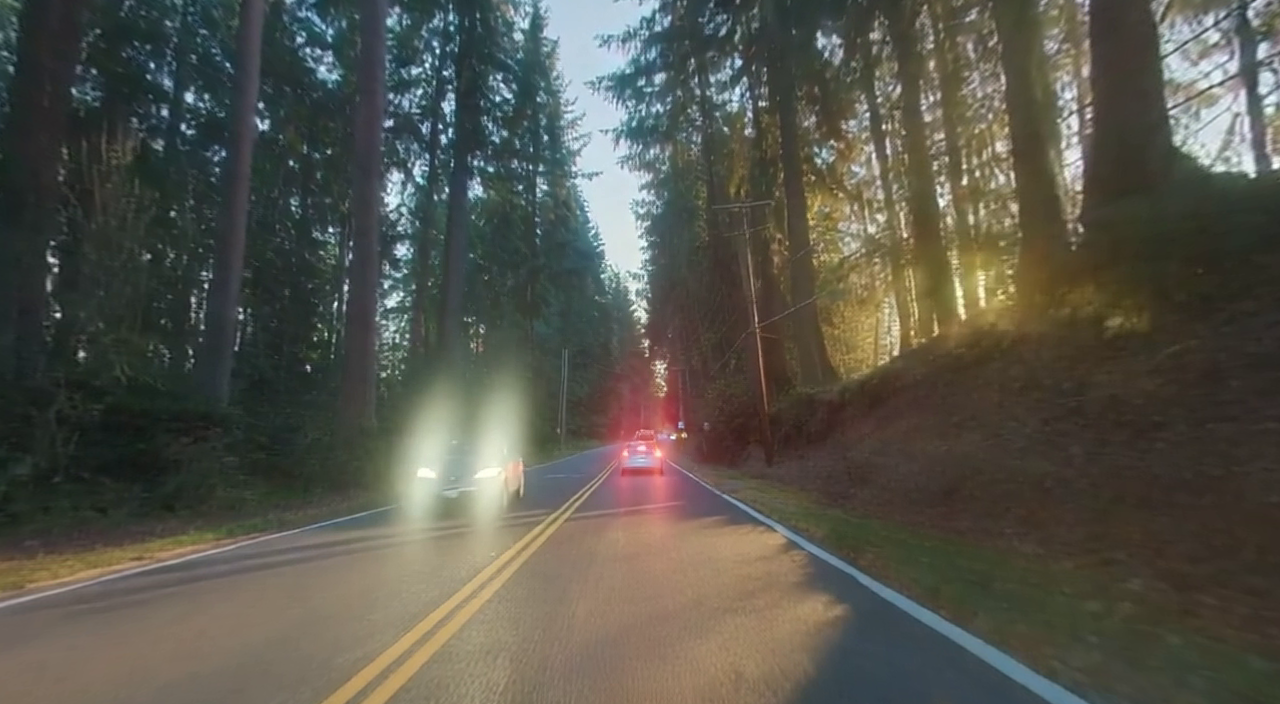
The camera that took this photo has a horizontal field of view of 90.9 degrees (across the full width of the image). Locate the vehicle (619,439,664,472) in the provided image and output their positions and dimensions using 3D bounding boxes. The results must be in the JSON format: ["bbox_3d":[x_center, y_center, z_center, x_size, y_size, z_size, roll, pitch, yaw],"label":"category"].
[{"bbox_3d":[0.000,5.056,30.891,2.081,1.503,3.726,0,-8,-2],"label":"vehicle"}]
